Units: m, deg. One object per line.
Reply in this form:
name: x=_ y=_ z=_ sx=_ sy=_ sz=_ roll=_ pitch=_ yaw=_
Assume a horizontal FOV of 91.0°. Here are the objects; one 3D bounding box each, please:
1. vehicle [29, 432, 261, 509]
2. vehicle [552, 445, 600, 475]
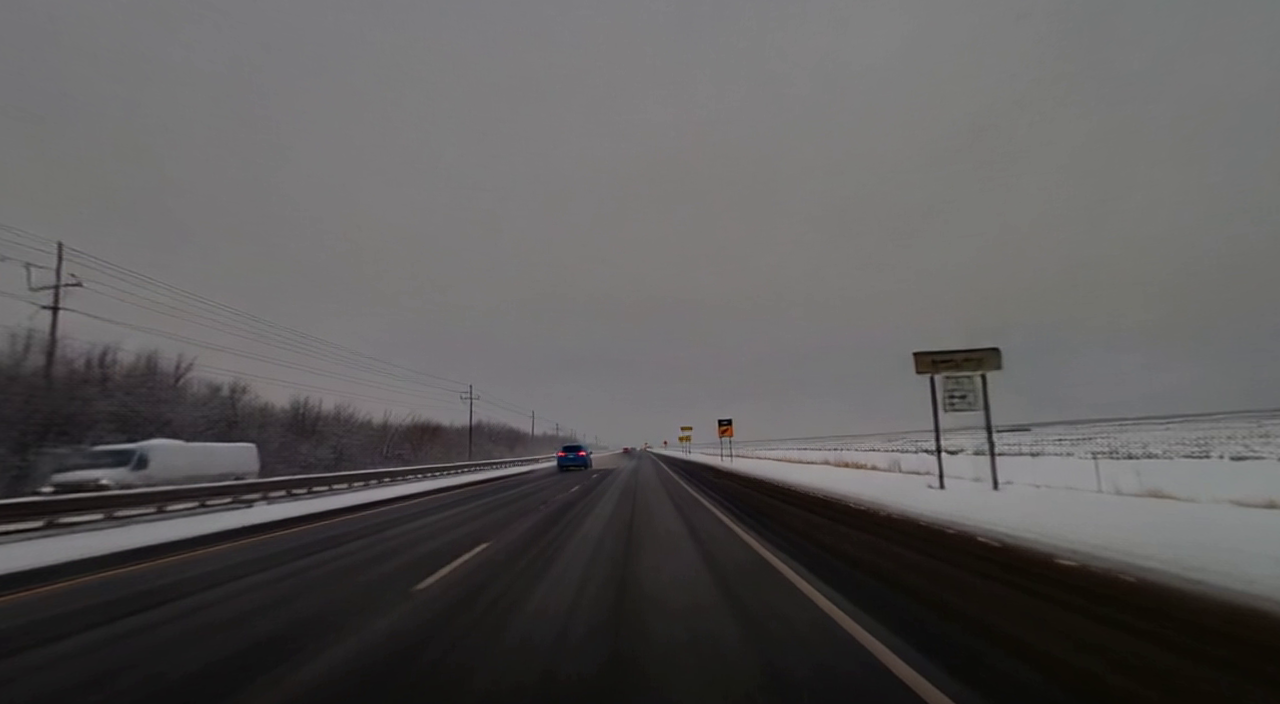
vehicle: x=-25.127 y=6.070 z=33.267 sx=3.258 sy=3.325 sz=10.964 roll=0 pitch=-9 yaw=1
vehicle: x=-3.451 y=5.956 z=34.905 sx=2.106 sy=1.543 sz=4.465 roll=0 pitch=-9 yaw=1
